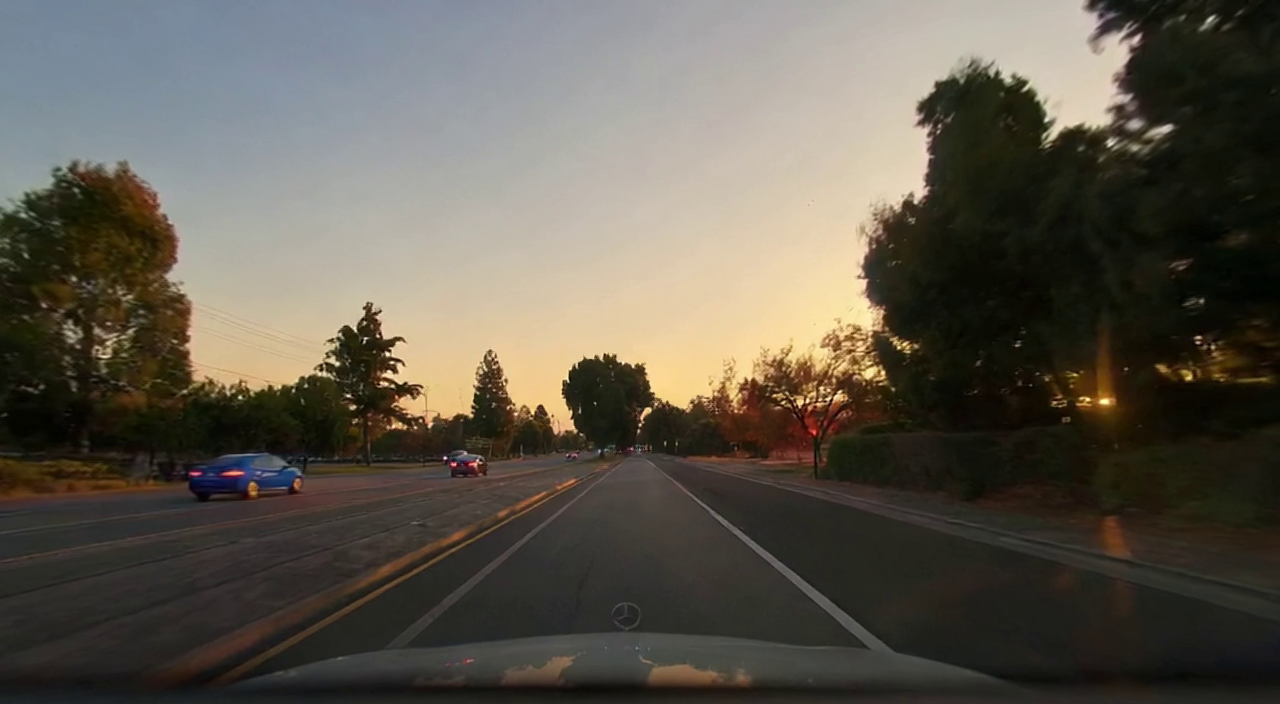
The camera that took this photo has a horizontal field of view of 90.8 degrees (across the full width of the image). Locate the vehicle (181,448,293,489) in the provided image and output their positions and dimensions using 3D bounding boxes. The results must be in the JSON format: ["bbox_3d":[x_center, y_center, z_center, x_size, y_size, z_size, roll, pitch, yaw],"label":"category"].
[{"bbox_3d":[-16.805,4.854,26.589,1.955,1.533,4.097,0,-9,0],"label":"vehicle"}]

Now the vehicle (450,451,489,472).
[{"bbox_3d":[-12.881,8.277,47.819,1.852,1.494,3.794,0,-9,0],"label":"vehicle"}]
